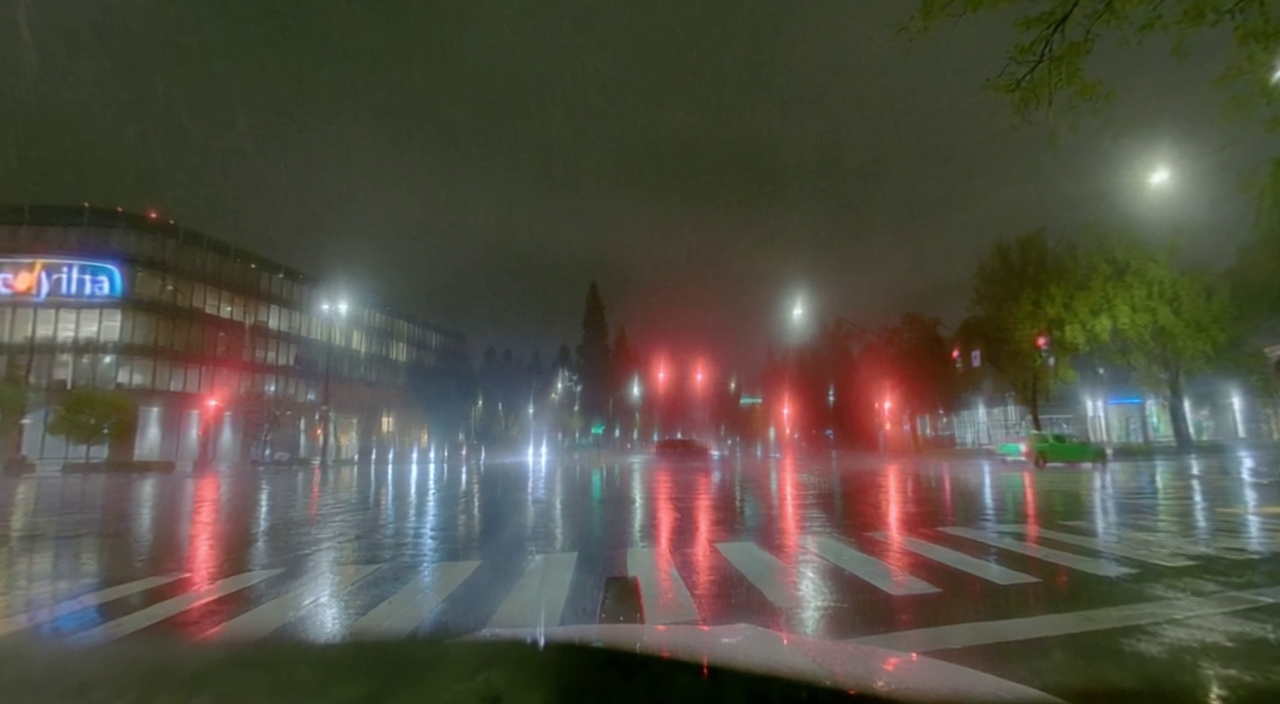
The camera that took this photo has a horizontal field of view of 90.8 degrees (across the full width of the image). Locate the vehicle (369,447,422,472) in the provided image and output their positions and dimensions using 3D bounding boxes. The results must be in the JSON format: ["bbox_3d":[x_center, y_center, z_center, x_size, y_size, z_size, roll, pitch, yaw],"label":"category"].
[{"bbox_3d":[-16.257,7.142,42.243,1.883,1.586,4.297,0,-9,0],"label":"vehicle"}]

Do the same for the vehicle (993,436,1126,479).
[{"bbox_3d":[20.365,5.069,30.697,5.667,1.927,2.289,3,-9,-20],"label":"vehicle"}]

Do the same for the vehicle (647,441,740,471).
[{"bbox_3d":[2.779,5.420,33.019,4.457,1.464,1.879,-5,-10,32],"label":"vehicle"}]

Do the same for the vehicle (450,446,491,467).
[{"bbox_3d":[-12.605,7.766,47.095,1.946,1.474,4.008,0,-9,0],"label":"vehicle"}]
